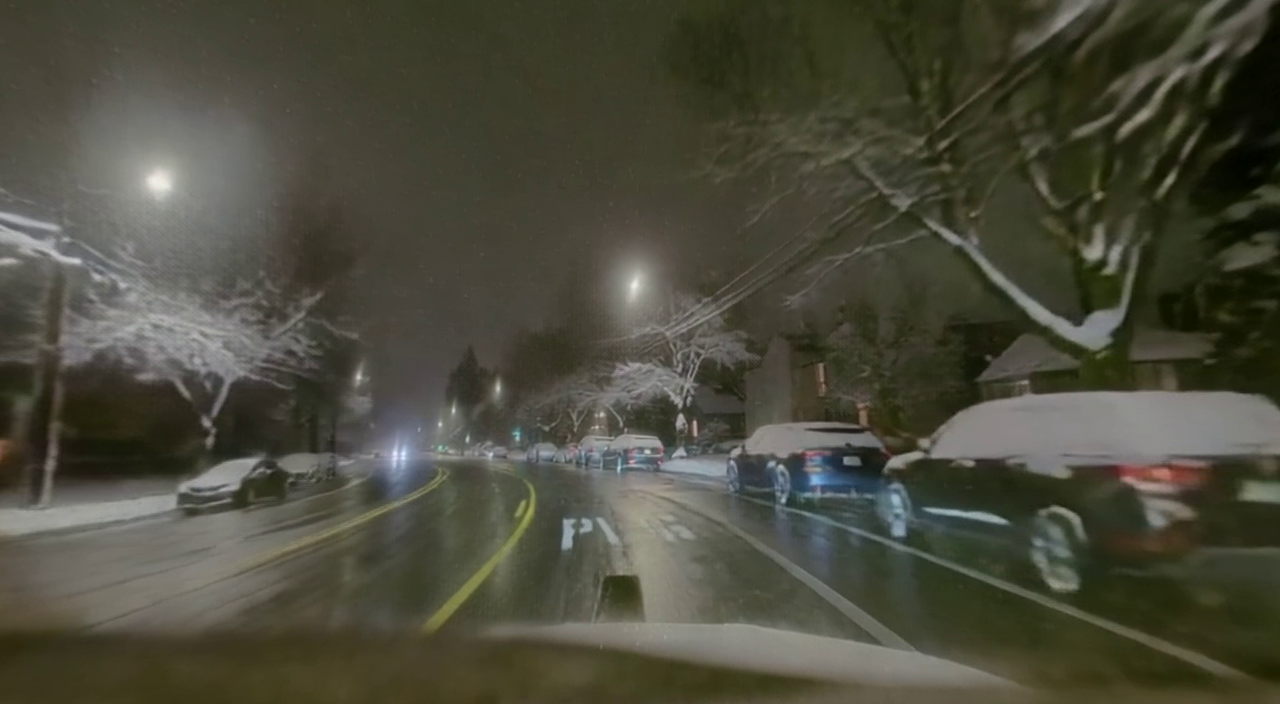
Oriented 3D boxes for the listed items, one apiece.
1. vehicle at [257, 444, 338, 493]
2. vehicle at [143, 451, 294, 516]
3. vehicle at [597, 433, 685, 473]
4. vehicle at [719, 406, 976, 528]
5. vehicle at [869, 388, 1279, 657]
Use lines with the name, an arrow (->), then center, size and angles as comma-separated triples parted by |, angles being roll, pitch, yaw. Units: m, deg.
vehicle -> -15.557, 5.254, 28.879 | 1.992, 1.677, 4.499 | -5, -6, -13
vehicle -> -13.175, 4.056, 20.089 | 2.292, 1.499, 4.661 | -4, -7, -11
vehicle -> -0.165, 5.200, 32.535 | 2.723, 1.785, 7.174 | 3, -9, -15
vehicle -> 3.931, 2.396, 13.880 | 2.402, 1.889, 6.910 | 4, -9, -9
vehicle -> 4.910, 1.526, 6.897 | 1.954, 1.732, 6.409 | 2, -8, -5
